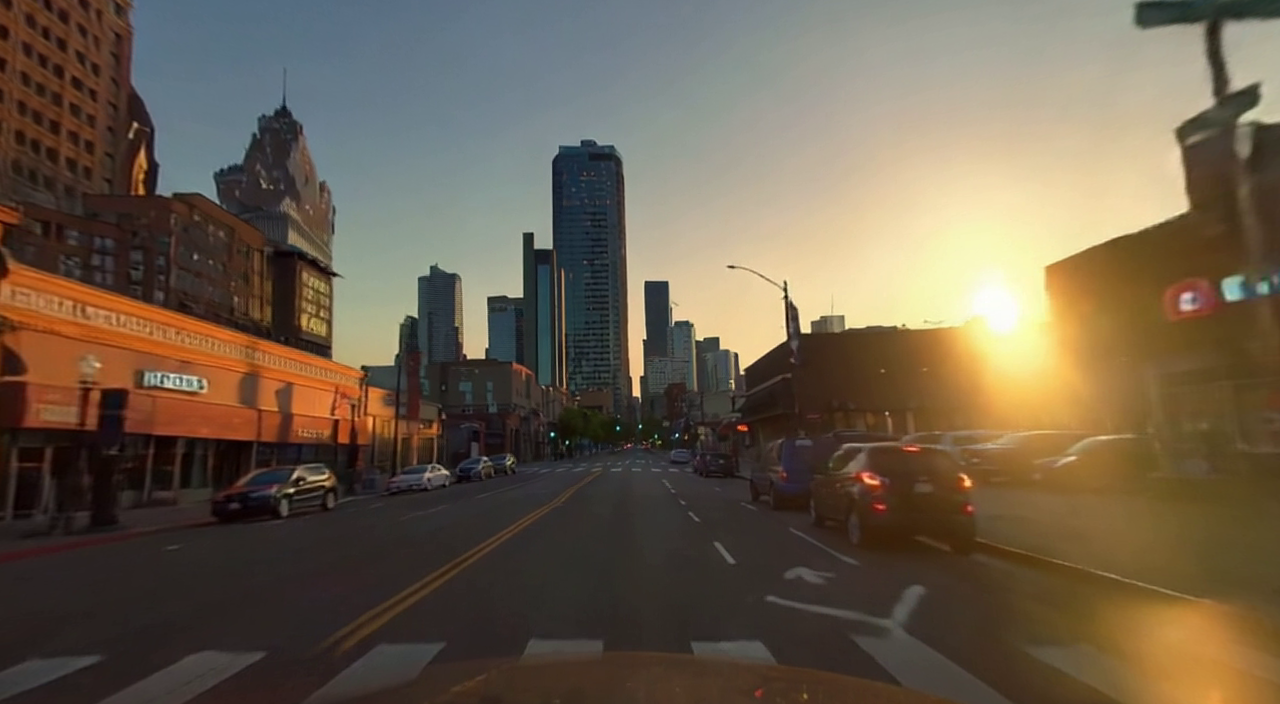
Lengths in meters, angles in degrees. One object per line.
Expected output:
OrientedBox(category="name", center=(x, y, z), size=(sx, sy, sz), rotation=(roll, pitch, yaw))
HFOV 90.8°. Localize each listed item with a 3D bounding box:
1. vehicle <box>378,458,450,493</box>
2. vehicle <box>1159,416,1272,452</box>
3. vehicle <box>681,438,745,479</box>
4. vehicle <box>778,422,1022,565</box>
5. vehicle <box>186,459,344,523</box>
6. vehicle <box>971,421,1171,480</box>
OrientedBox(category="vehicle", center=(-10.850, 5.943, 30.751), size=(1.861, 1.473, 4.633), rotation=(0, -8, -1))
OrientedBox(category="vehicle", center=(27.069, 3.849, 29.789), size=(3.666, 1.448, 1.639), rotation=(-3, -6, 1))
OrientedBox(category="vehicle", center=(3.644, 5.485, 32.812), size=(2.492, 1.909, 5.830), rotation=(0, -8, -1))
OrientedBox(category="vehicle", center=(3.866, 2.179, 10.652), size=(2.118, 1.779, 5.121), rotation=(-1, -8, 3))
OrientedBox(category="vehicle", center=(-10.897, 4.036, 18.831), size=(2.018, 1.553, 4.407), rotation=(0, -8, -1))
OrientedBox(category="vehicle", center=(13.615, 3.155, 20.258), size=(4.732, 1.746, 2.141), rotation=(-1, -8, 3))
